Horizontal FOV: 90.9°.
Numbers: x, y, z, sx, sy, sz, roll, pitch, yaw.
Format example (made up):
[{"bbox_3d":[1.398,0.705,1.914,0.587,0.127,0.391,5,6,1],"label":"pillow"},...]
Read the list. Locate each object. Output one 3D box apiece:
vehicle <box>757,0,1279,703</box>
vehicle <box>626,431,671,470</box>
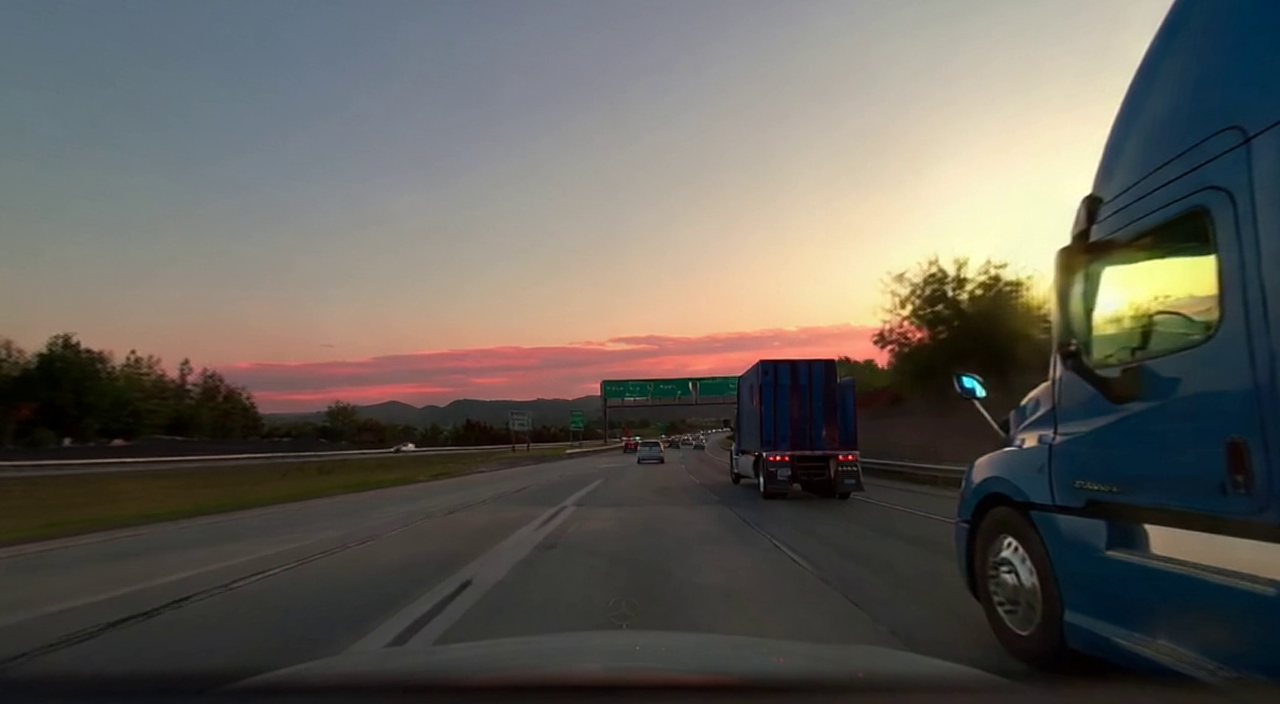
[{"bbox_3d":[4.029,0.149,5.728,3.019,4.145,16.453,-1,-8,1],"label":"vehicle"},{"bbox_3d":[0.405,5.156,33.051,2.205,1.860,4.301,0,-8,0],"label":"vehicle"}]
